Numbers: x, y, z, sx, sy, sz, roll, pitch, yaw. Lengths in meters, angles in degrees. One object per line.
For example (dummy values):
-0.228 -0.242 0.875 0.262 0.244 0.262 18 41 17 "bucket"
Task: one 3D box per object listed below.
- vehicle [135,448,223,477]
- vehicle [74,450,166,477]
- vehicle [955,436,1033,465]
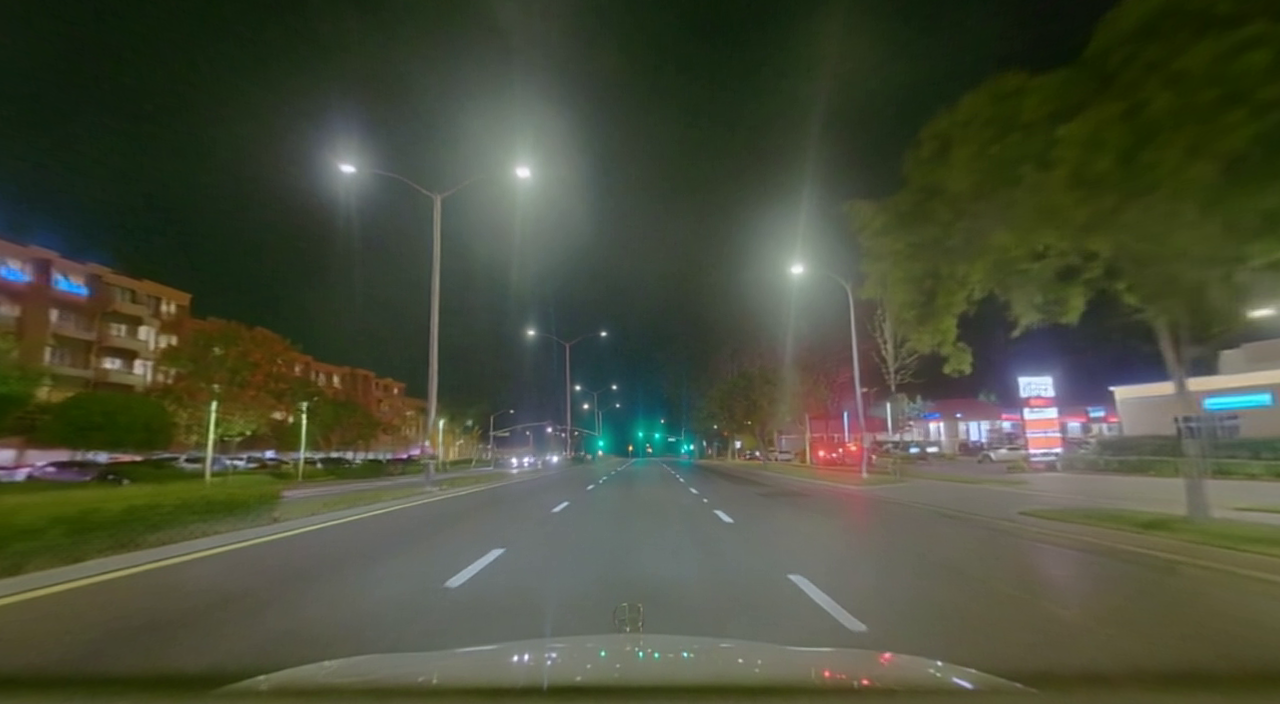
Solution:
-35.769 8.548 48.948 2.471 2.129 5.492 0 -9 3 "vehicle"
-40.477 8.675 49.083 2.266 1.915 5.560 0 -9 3 "vehicle"
26.973 7.534 47.986 4.569 1.929 2.084 -2 -10 -2 "vehicle"
